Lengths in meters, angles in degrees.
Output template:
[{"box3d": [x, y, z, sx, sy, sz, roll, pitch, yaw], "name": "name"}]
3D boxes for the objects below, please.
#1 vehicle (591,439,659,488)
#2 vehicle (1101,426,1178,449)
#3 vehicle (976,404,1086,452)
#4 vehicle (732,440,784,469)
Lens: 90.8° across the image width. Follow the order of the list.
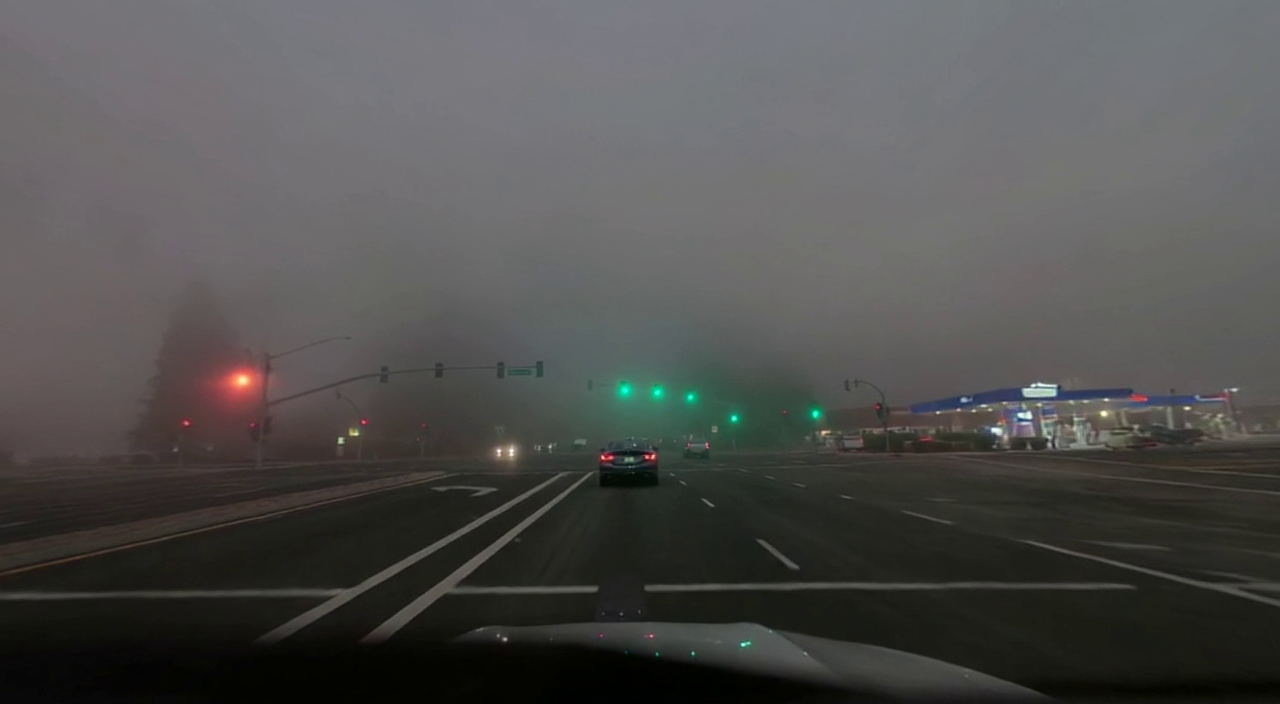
[{"box3d": [-0.453, 3.615, 20.811, 2.040, 1.451, 3.736, 0, -9, 0], "name": "vehicle"}, {"box3d": [37.571, 6.501, 47.674, 1.879, 1.650, 4.496, 1, -9, -5], "name": "vehicle"}, {"box3d": [28.981, 5.799, 47.365, 2.940, 3.265, 7.968, 0, -9, -1], "name": "vehicle"}, {"box3d": [6.308, 5.549, 34.326, 1.890, 1.489, 4.396, 0, -9, -1], "name": "vehicle"}]
